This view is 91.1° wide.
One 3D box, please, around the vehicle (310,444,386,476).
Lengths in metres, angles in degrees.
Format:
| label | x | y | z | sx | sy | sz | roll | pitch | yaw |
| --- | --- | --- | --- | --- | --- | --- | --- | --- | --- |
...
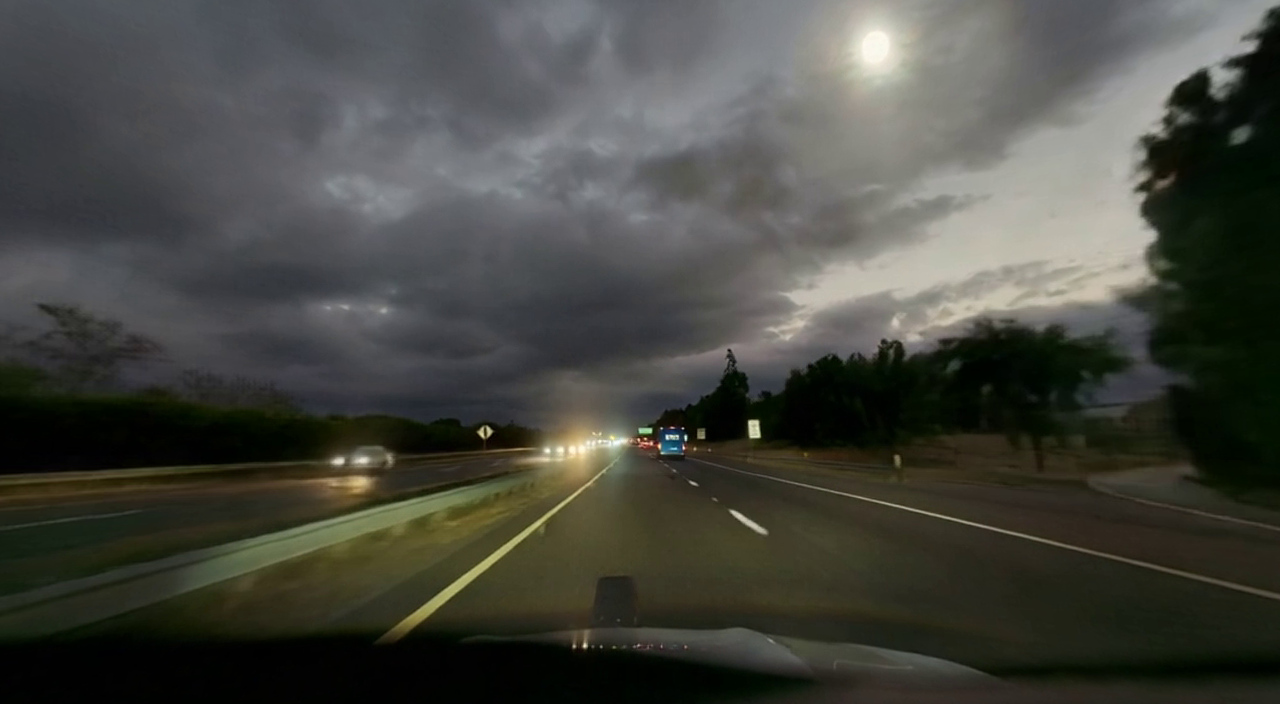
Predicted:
| label | x | y | z | sx | sy | sz | roll | pitch | yaw |
| --- | --- | --- | --- | --- | --- | --- | --- | --- | --- |
| vehicle | -14.480 | 5.365 | 31.420 | 1.803 | 1.483 | 3.982 | -1 | -9 | 1 |
